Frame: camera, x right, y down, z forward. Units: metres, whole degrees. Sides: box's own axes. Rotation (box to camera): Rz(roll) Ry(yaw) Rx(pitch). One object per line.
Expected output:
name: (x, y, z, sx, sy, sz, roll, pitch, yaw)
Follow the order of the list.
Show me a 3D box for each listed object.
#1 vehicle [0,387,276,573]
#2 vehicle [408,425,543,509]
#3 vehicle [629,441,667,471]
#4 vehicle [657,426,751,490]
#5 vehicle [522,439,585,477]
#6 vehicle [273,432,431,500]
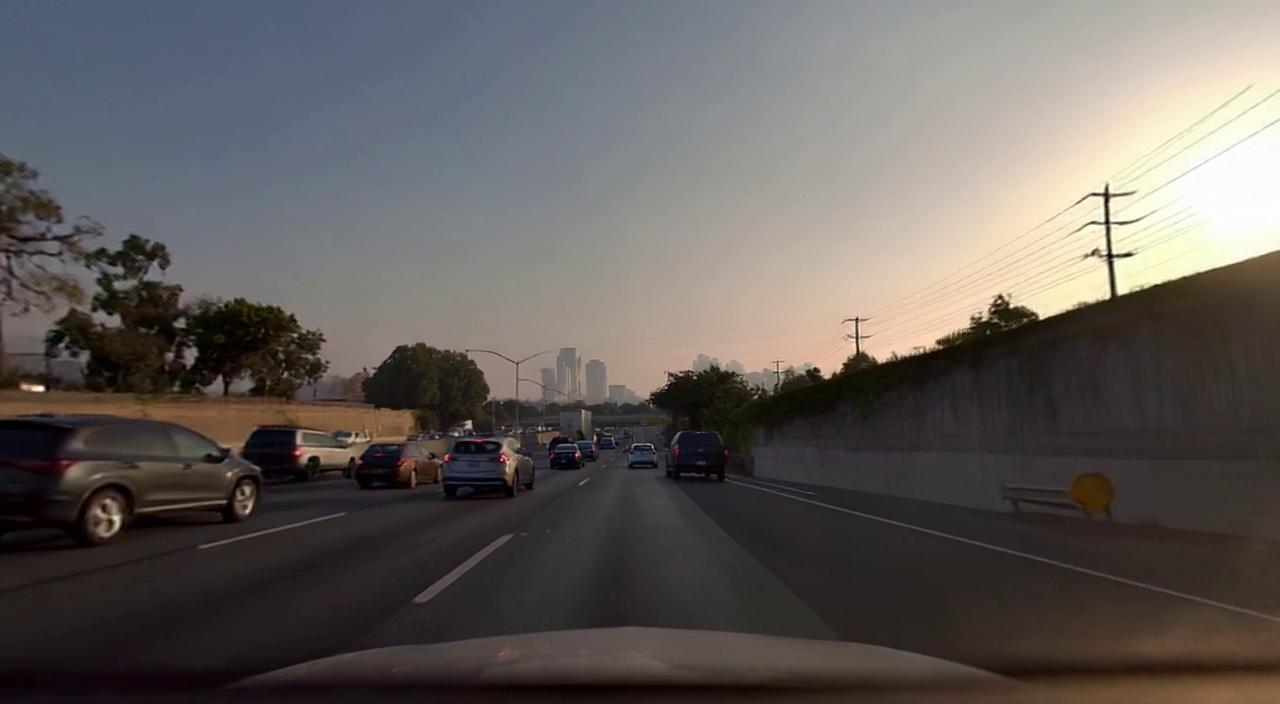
vehicle: (-7.403, 1.588, 8.447, 2.222, 1.825, 4.640, 0, -8, 0)
vehicle: (-3.764, 2.711, 15.365, 2.026, 1.719, 4.490, 0, -8, 0)
vehicle: (0.417, 5.976, 36.467, 2.092, 1.671, 3.889, 0, -8, -1)
vehicle: (2.232, 3.992, 24.197, 2.793, 2.132, 5.682, 0, -8, -3)
vehicle: (-3.723, 4.671, 28.043, 2.049, 1.530, 4.707, 0, -8, 1)
vehicle: (-7.350, 2.950, 16.772, 1.985, 1.529, 4.710, 0, -8, 0)
